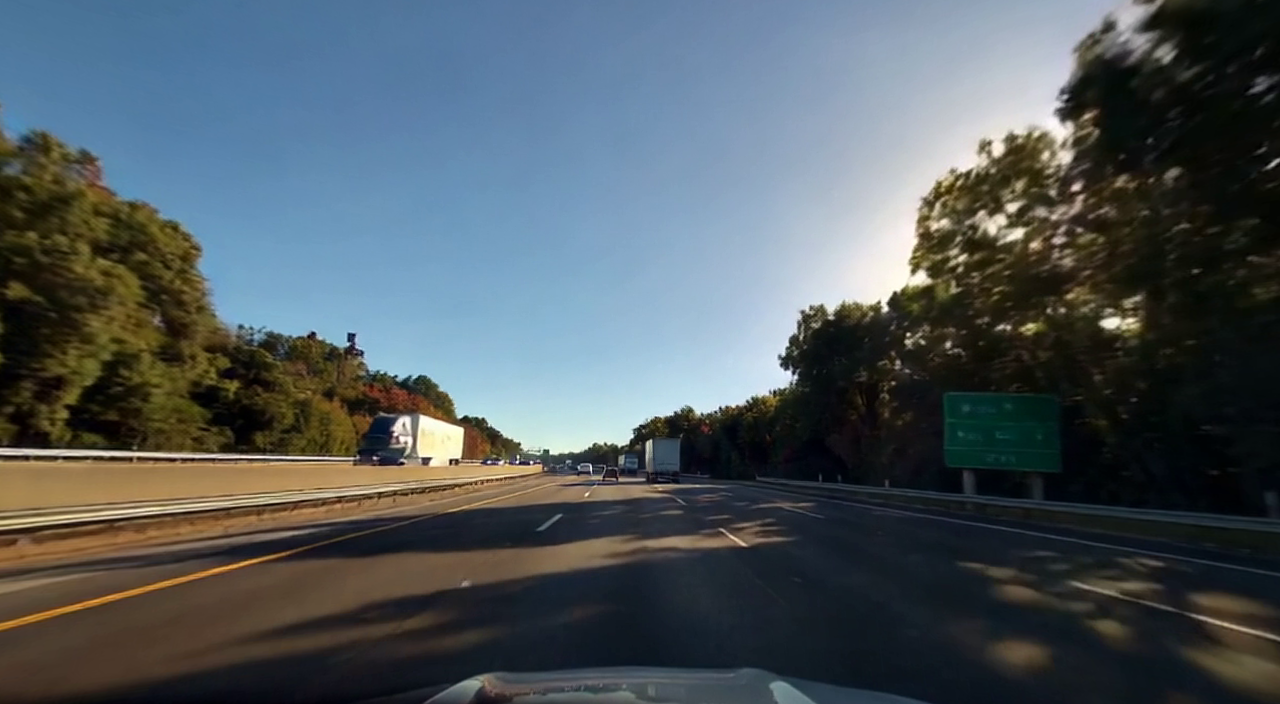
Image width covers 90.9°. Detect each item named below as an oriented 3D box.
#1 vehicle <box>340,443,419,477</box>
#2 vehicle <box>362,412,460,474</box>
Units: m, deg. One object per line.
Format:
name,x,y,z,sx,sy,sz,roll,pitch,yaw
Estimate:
vehicle,-12.189,5.151,29.818,1.949,1.465,4.211,1,-10,-1
vehicle,-17.069,7.253,48.535,2.843,4.003,14.134,1,-10,-2
